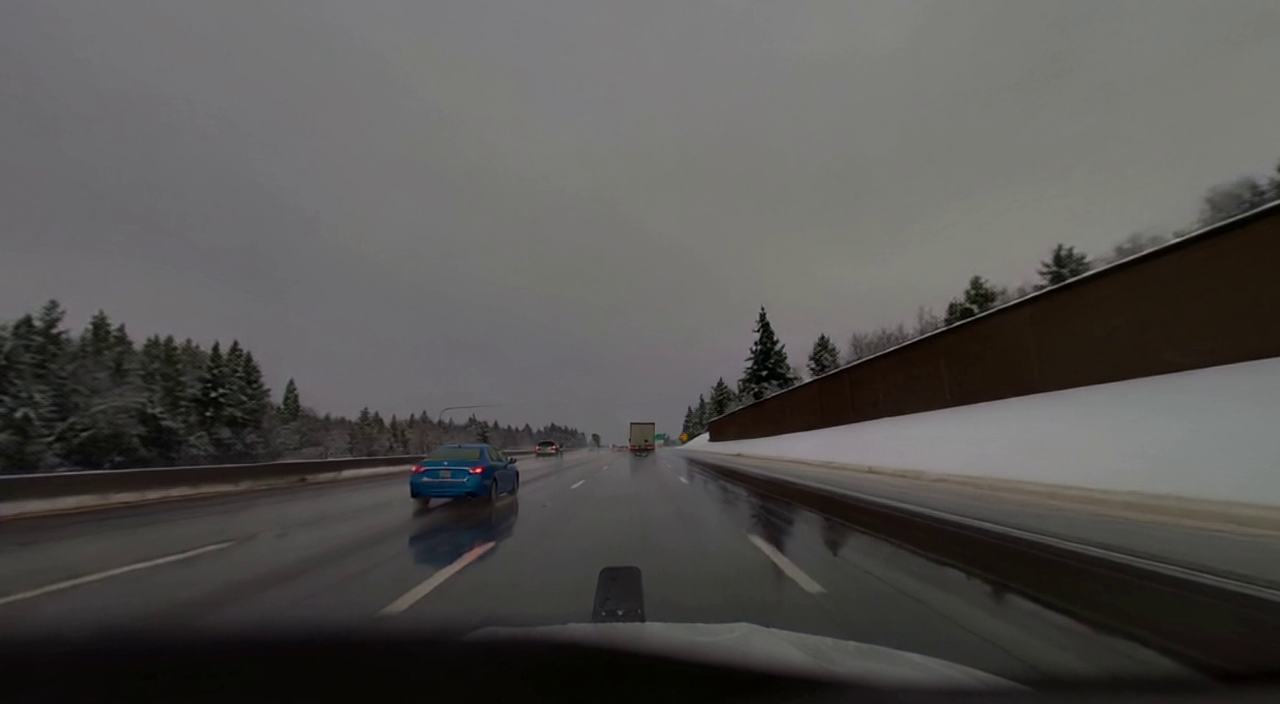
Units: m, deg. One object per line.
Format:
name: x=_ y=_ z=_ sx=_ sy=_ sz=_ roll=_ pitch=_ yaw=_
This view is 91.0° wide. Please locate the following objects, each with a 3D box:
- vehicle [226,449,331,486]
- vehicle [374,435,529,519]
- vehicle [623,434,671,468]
vehicle: x=-16.759 y=5.342 z=29.499 sx=2.115 sy=1.526 sz=4.617 roll=0 pitch=-9 yaw=1
vehicle: x=-3.822 y=2.598 z=13.671 sx=2.000 sy=1.512 sz=4.371 roll=0 pitch=-8 yaw=0
vehicle: x=0.383 y=6.193 z=39.638 sx=2.856 sy=1.994 sz=4.931 roll=0 pitch=-8 yaw=-1
